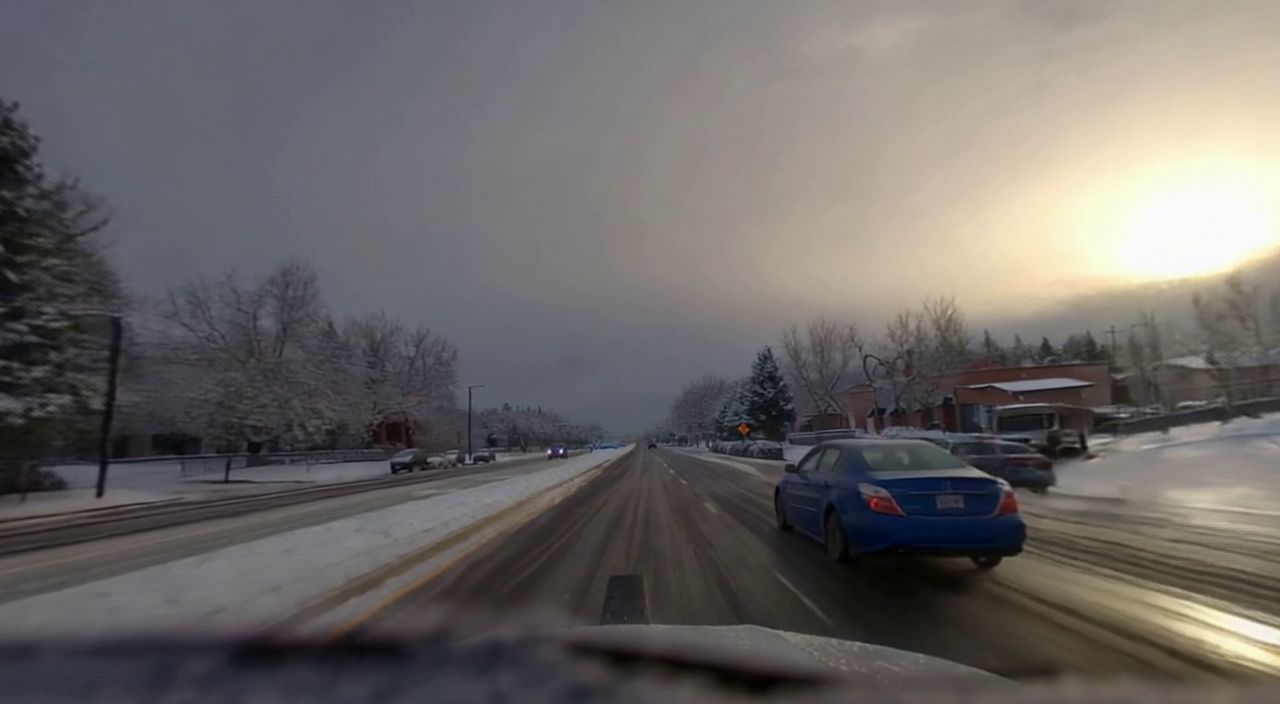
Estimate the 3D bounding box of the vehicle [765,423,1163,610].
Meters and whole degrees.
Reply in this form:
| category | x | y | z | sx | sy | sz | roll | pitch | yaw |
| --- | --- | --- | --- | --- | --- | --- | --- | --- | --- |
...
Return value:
| category | x | y | z | sx | sy | sz | roll | pitch | yaw |
| --- | --- | --- | --- | --- | --- | --- | --- | --- | --- |
| vehicle | 2.994 | 1.629 | 7.249 | 2.141 | 1.443 | 4.499 | 0 | -9 | -1 |
